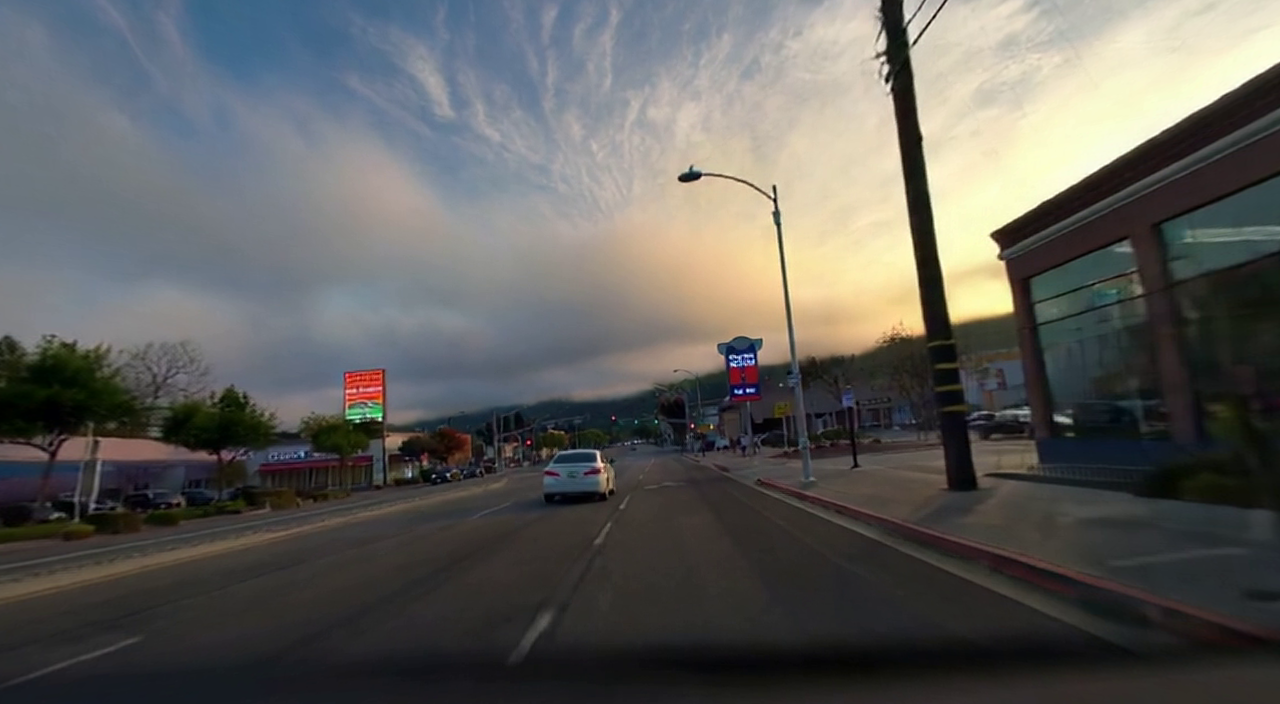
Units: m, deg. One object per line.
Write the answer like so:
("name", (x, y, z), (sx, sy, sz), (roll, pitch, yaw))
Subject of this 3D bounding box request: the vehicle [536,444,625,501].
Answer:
("vehicle", (-1.579, 3.412, 18.366), (1.977, 1.451, 4.032), (-1, -8, 3))

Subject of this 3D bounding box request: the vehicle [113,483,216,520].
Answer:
("vehicle", (-28.068, 8.791, 37.471), (1.984, 1.726, 4.592), (-2, -8, 12))
